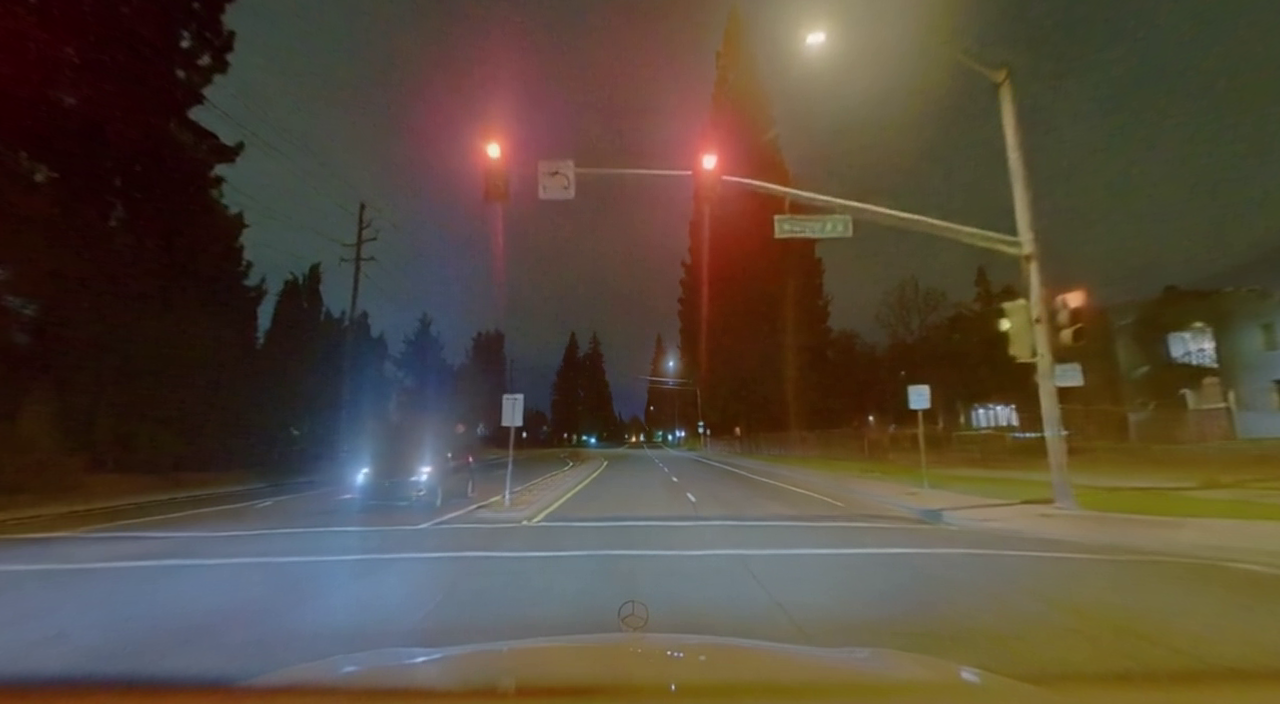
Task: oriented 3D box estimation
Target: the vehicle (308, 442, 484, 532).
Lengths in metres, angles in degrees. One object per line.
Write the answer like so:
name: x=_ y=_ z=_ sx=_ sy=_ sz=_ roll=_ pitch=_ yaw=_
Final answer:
vehicle: x=-5.108 y=2.844 z=14.199 sx=1.948 sy=1.471 sz=5.408 roll=2 pitch=-7 yaw=-2
